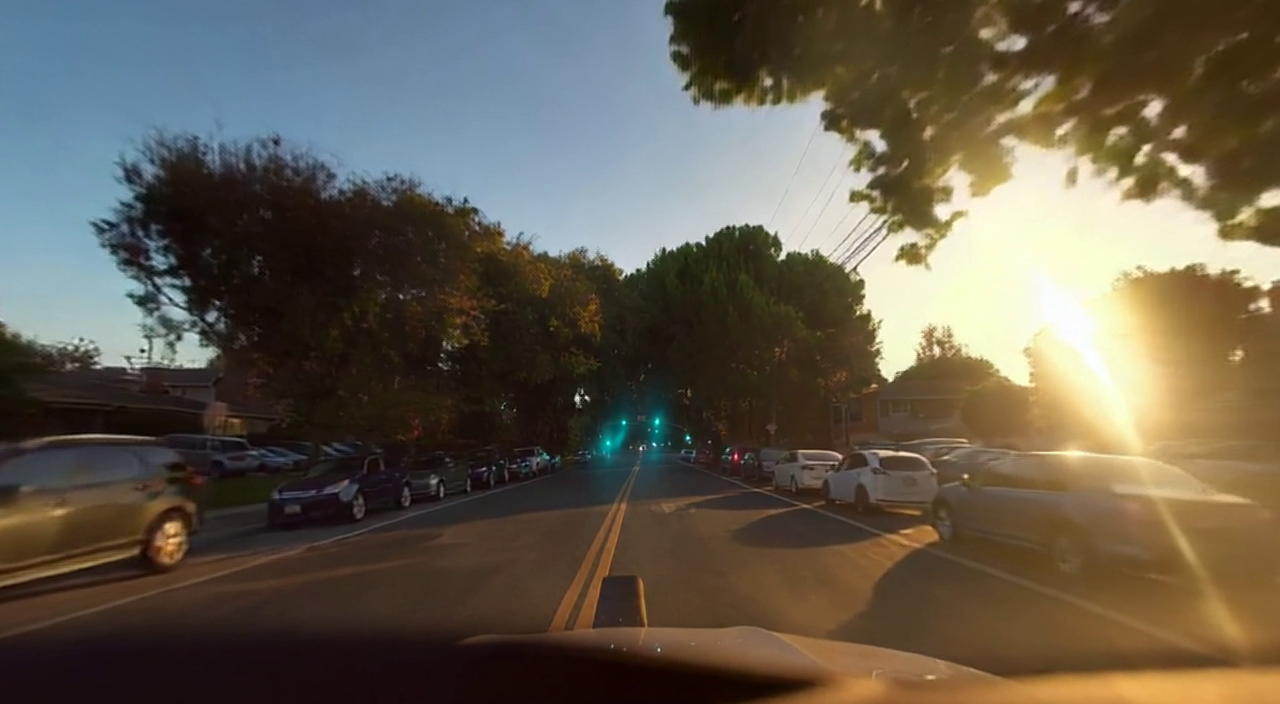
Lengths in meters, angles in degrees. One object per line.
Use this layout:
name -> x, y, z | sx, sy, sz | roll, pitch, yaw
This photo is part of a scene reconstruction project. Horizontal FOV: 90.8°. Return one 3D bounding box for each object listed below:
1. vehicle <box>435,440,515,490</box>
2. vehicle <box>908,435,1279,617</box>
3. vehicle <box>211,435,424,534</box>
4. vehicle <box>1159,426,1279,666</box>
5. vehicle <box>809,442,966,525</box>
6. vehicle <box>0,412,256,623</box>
vehicle -> -6.262, 4.336, 24.536 | 1.904, 1.727, 4.530 | 0, -9, -1
vehicle -> 5.143, 1.813, 7.646 | 1.747, 1.486, 4.672 | 0, -9, 0
vehicle -> -6.331, 2.628, 13.205 | 1.947, 1.665, 4.716 | 0, -9, 0
vehicle -> 4.950, 1.000, 2.508 | 1.861, 1.490, 4.619 | 0, -9, 0
vehicle -> 5.059, 2.714, 13.577 | 1.729, 1.479, 4.101 | 0, -9, 0
vehicle -> -6.434, 1.547, 6.116 | 2.033, 1.759, 5.372 | -1, -9, 0
